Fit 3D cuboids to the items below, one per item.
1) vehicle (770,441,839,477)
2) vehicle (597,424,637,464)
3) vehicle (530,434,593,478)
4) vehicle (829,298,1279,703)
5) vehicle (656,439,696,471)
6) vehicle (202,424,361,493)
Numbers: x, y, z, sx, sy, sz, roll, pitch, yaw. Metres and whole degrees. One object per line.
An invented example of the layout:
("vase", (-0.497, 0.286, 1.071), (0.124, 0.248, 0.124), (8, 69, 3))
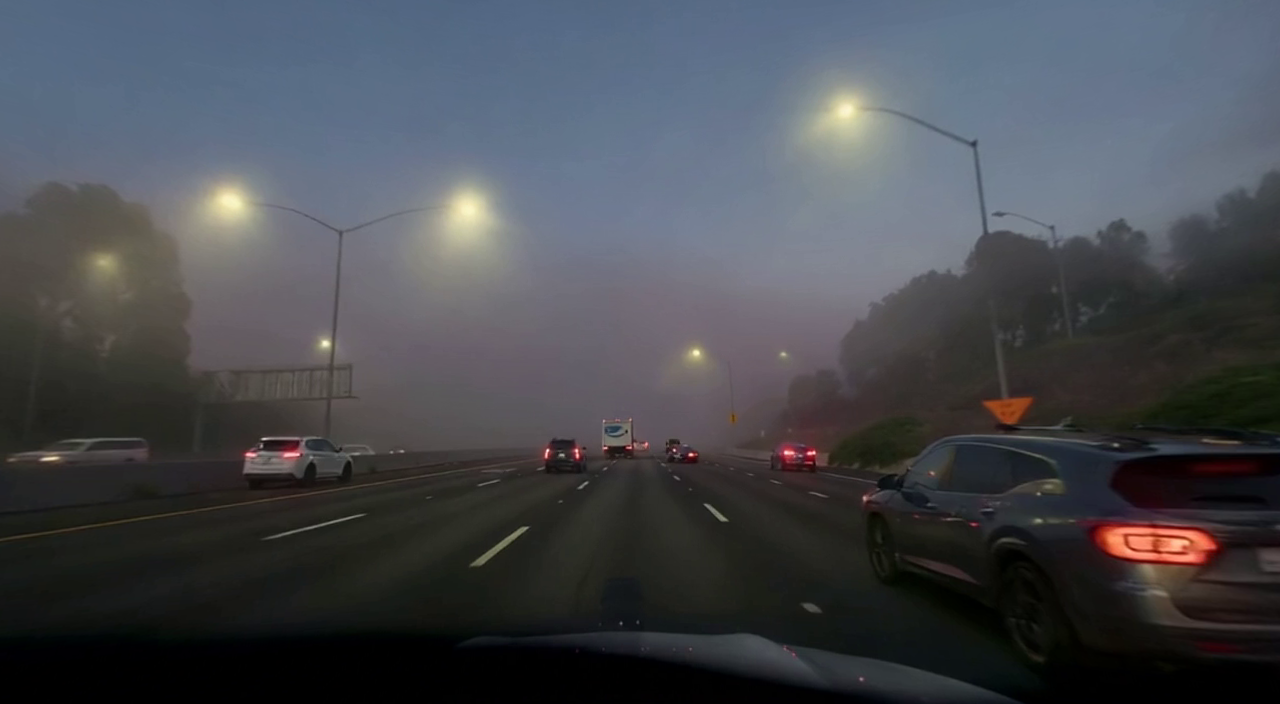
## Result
("vehicle", (7.577, 4.974, 29.503), (1.970, 1.499, 4.491), (1, -9, -1))
("vehicle", (-1.555, 6.750, 46.193), (2.456, 2.705, 6.251), (0, -9, 2))
("vehicle", (-3.236, 4.376, 26.812), (2.095, 1.688, 4.188), (0, -9, 0))
("vehicle", (3.105, 1.009, 3.939), (2.179, 1.739, 5.331), (0, -9, 0))
("vehicle", (1.956, 5.700, 35.139), (2.067, 1.654, 3.985), (0, -9, 1))
("vehicle", (-10.088, 3.037, 18.217), (2.023, 1.739, 4.229), (0, -9, 1))
